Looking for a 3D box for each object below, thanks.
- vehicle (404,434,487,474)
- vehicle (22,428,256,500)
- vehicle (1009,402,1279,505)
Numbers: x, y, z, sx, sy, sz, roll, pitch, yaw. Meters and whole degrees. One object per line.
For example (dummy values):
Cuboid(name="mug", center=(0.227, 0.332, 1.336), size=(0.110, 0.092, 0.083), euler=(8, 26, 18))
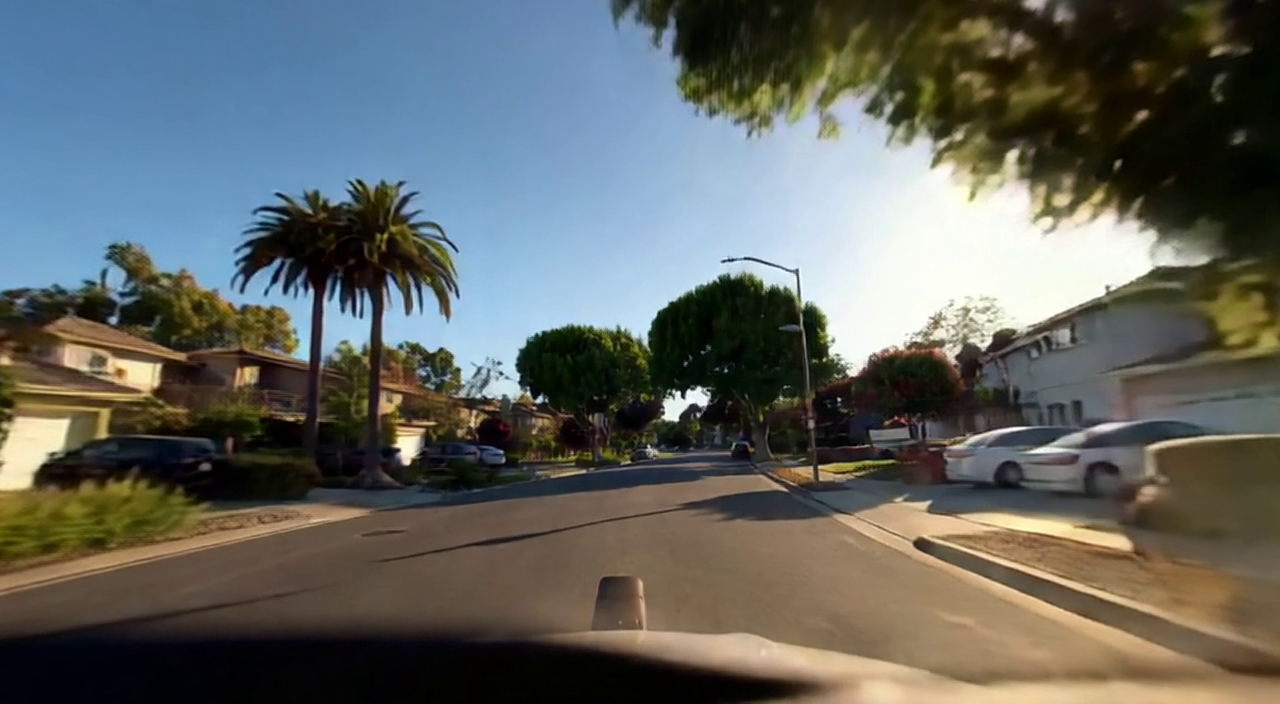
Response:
Cuboid(name="vehicle", center=(-10.980, 5.804, 35.740), size=(3.918, 1.719, 1.988), euler=(-3, -21, 3))
Cuboid(name="vehicle", center=(-13.401, 2.977, 16.970), size=(5.015, 1.746, 1.968), euler=(-2, -9, 10))
Cuboid(name="vehicle", center=(10.721, 2.045, 12.844), size=(5.050, 1.896, 2.041), euler=(0, -9, -2))
